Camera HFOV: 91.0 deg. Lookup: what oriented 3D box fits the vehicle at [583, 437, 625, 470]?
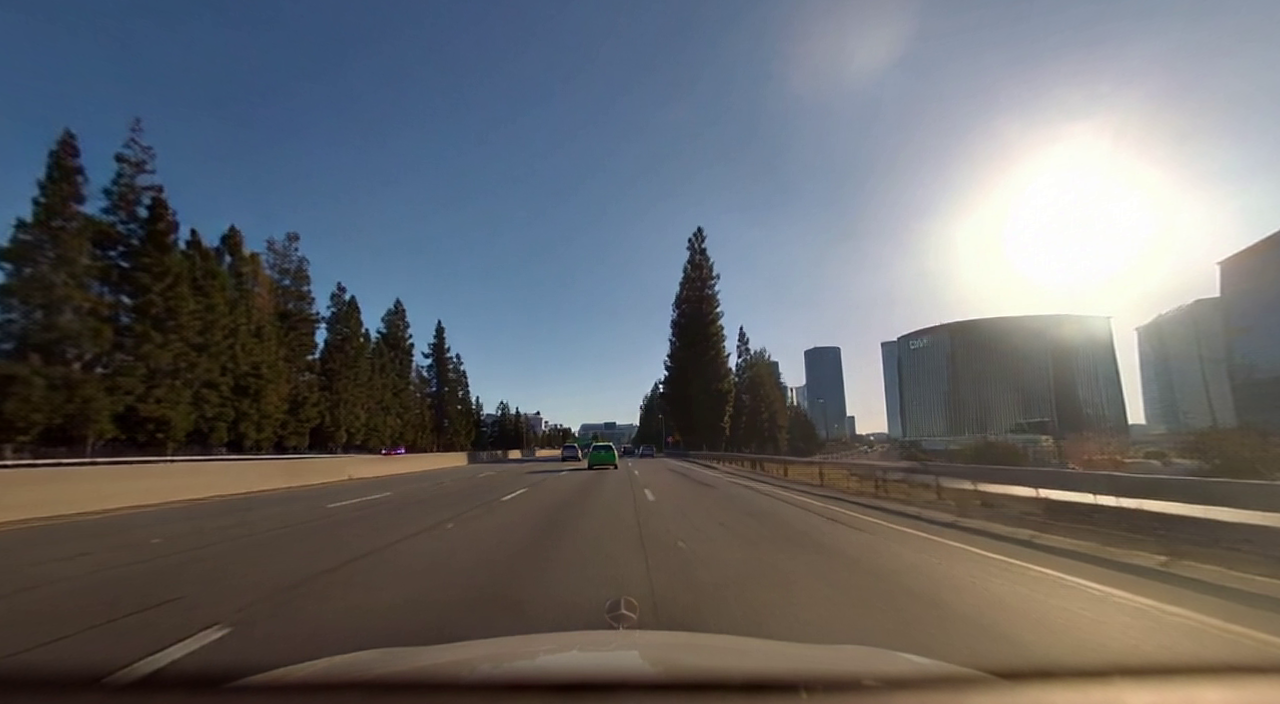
[{"bbox_3d":[-2.100,6.082,37.872,2.302,1.810,4.707,0,-8,-1],"label":"vehicle"}]
